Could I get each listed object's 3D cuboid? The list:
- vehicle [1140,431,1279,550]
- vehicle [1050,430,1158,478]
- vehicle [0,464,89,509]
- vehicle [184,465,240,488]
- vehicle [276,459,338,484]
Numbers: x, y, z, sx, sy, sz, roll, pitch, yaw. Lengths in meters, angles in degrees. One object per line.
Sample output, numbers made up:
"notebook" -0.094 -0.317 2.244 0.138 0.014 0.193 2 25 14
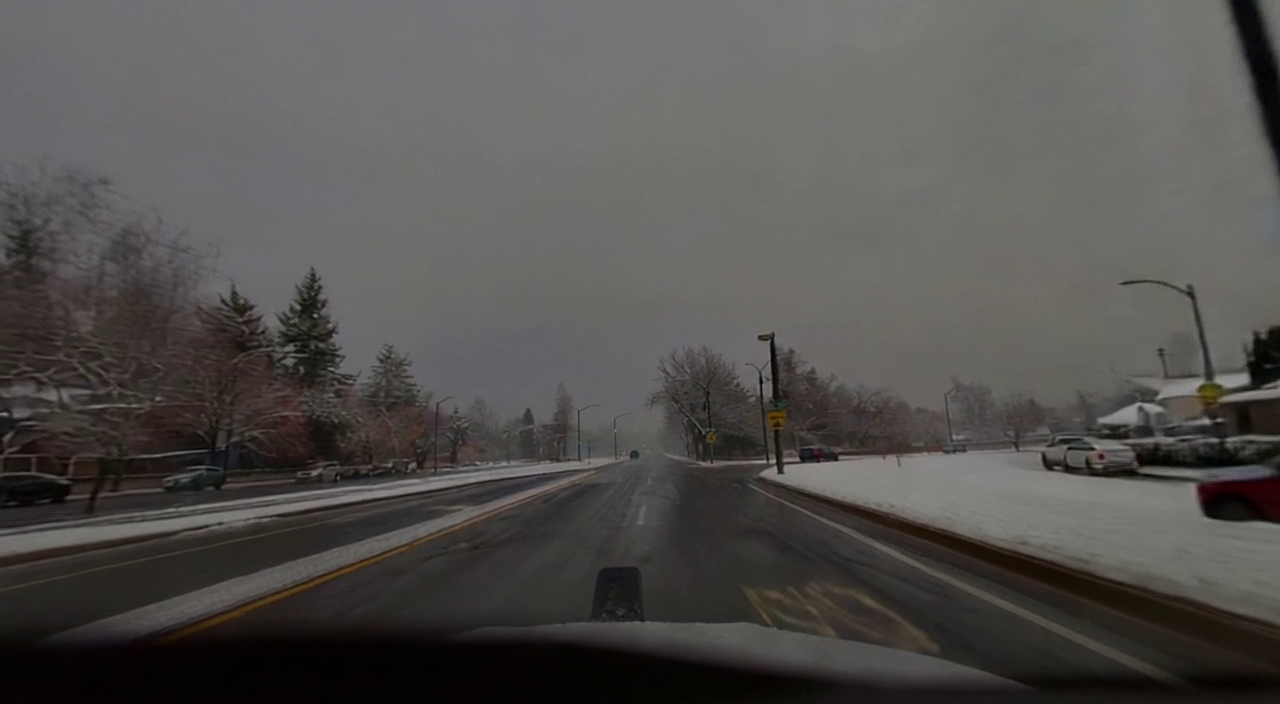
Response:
"vehicle" 9.116 1.661 7.941 2.004 1.476 4.588 -6 -14 3
"vehicle" 19.123 4.250 26.347 1.992 1.795 4.849 -3 -9 16
"vehicle" -27.480 6.005 27.946 1.936 1.723 4.573 -4 -13 2
"vehicle" -31.903 9.256 47.175 1.673 1.495 3.659 0 -8 -2
"vehicle" -26.180 9.369 49.884 2.037 1.762 4.834 -1 -9 2
